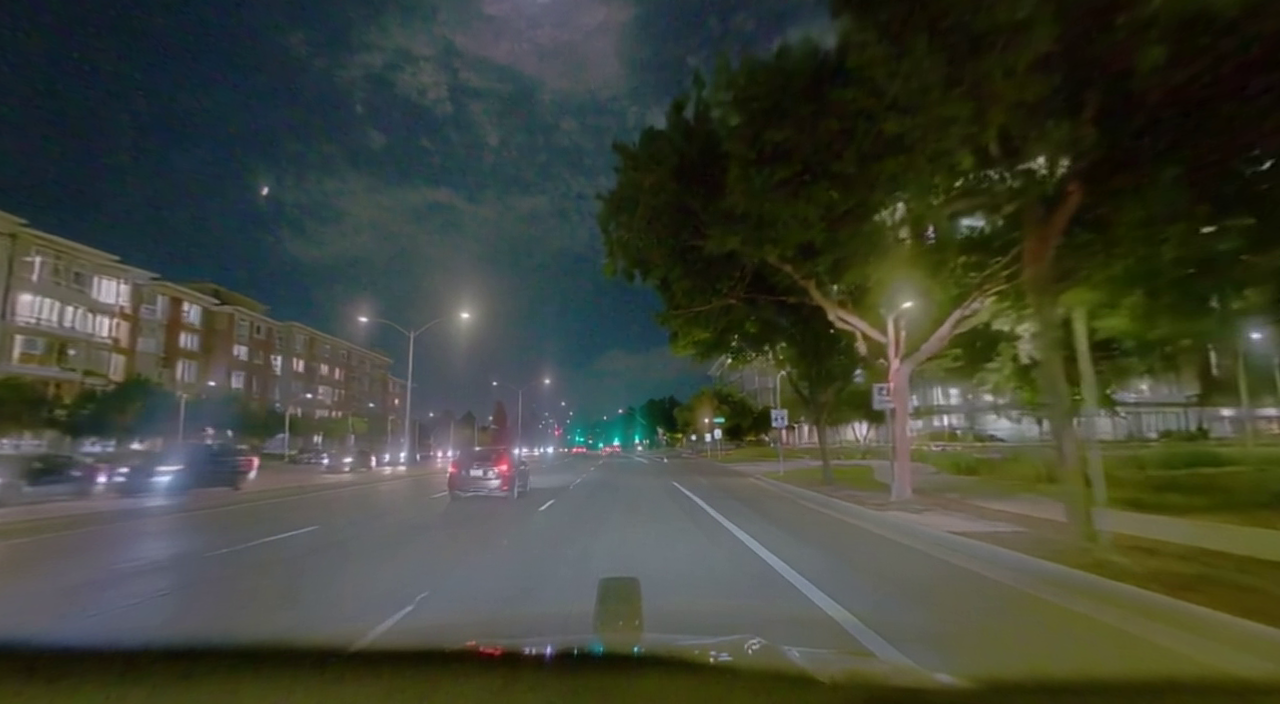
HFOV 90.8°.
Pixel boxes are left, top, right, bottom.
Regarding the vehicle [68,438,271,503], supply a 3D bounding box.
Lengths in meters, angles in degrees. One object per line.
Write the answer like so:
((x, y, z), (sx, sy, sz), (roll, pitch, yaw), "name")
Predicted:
((-12.934, 3.239, 17.915), (2.123, 1.585, 4.856), (0, -8, -2), "vehicle")

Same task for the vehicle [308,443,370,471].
((-20.172, 7.028, 42.605), (1.963, 1.765, 4.595), (0, -8, -1), "vehicle")

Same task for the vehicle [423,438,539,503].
((-4.018, 3.037, 16.758), (2.025, 1.474, 4.292), (0, -8, -1), "vehicle")
